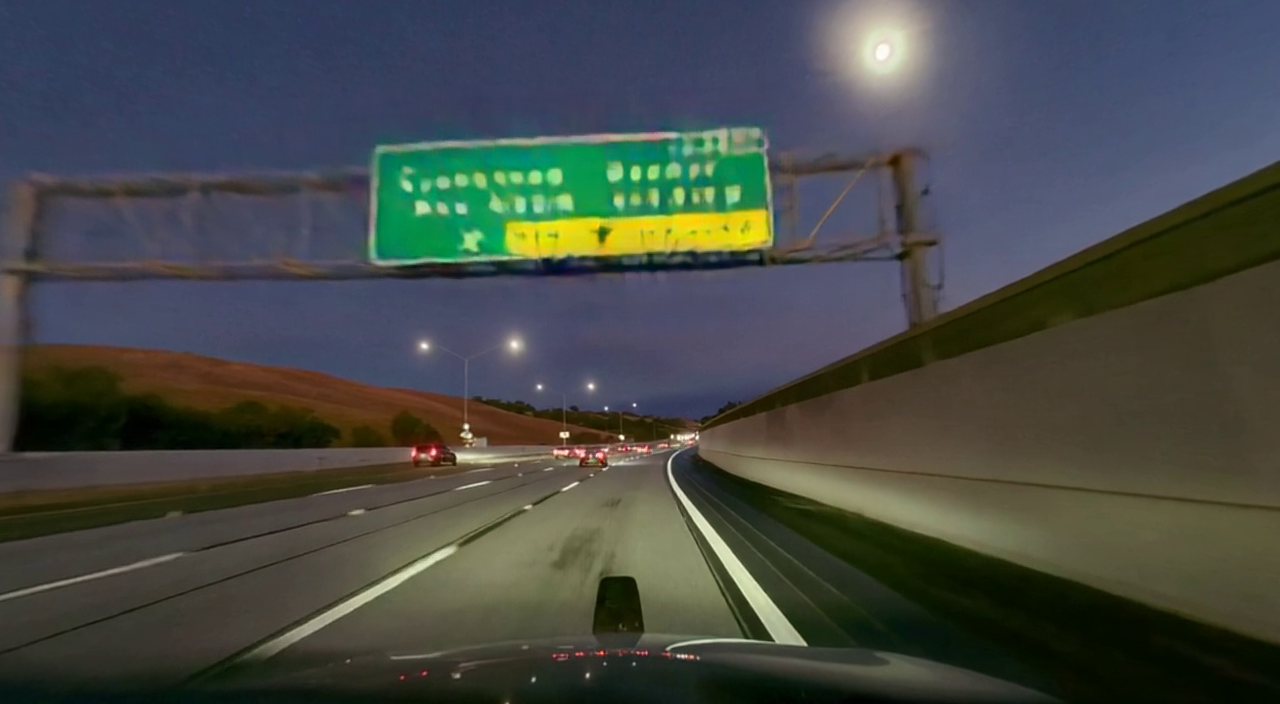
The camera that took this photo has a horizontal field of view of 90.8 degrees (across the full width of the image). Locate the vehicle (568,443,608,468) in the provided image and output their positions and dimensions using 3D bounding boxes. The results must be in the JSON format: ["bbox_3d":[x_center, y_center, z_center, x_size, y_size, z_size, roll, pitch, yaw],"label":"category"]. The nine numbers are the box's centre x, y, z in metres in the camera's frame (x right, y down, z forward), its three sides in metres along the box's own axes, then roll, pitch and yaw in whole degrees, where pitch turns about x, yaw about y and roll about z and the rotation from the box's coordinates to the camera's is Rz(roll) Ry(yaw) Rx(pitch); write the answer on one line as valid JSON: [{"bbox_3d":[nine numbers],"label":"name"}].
[{"bbox_3d":[-3.190,6.452,39.516,1.931,1.492,4.076,-1,-8,3],"label":"vehicle"}]

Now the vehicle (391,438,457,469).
[{"bbox_3d":[-12.914,6.099,38.154,2.076,1.766,4.831,-1,-8,2],"label":"vehicle"}]
